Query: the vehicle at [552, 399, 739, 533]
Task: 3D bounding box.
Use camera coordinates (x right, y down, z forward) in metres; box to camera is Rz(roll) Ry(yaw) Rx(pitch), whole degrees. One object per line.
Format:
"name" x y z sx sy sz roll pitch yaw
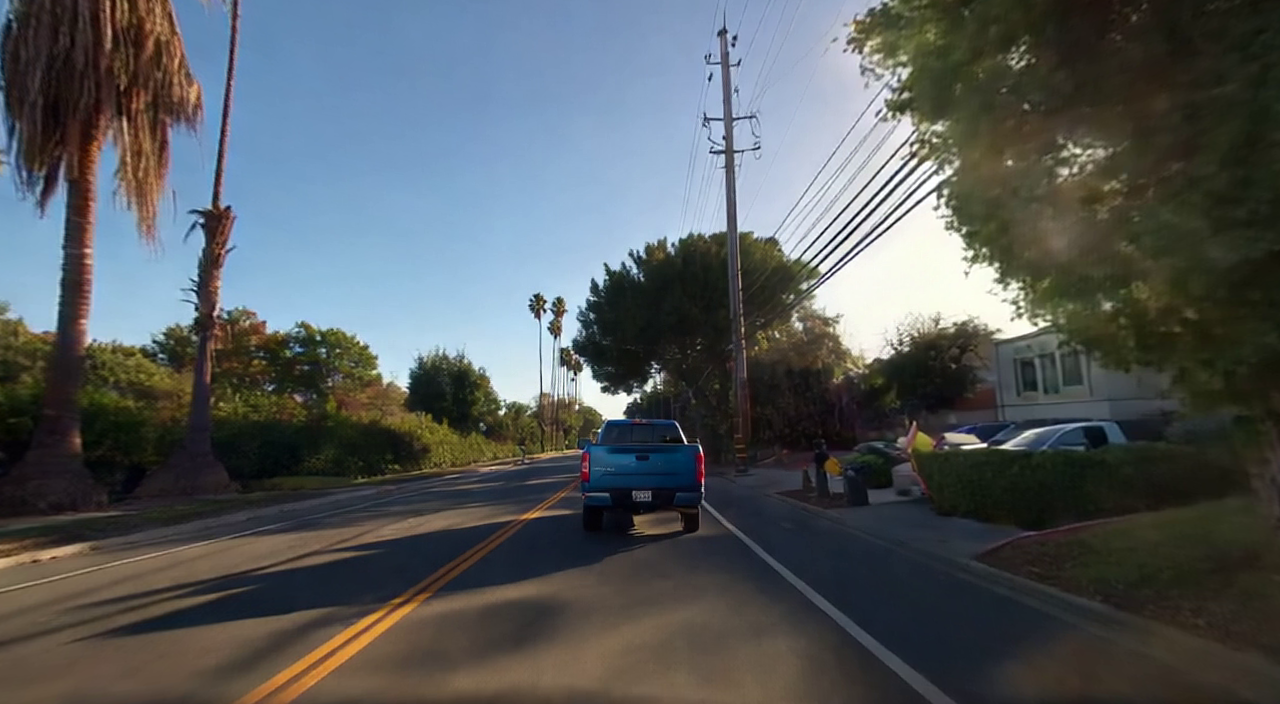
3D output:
"vehicle" 0.046 2.152 12.469 2.803 2.005 5.885 0 -8 -1
